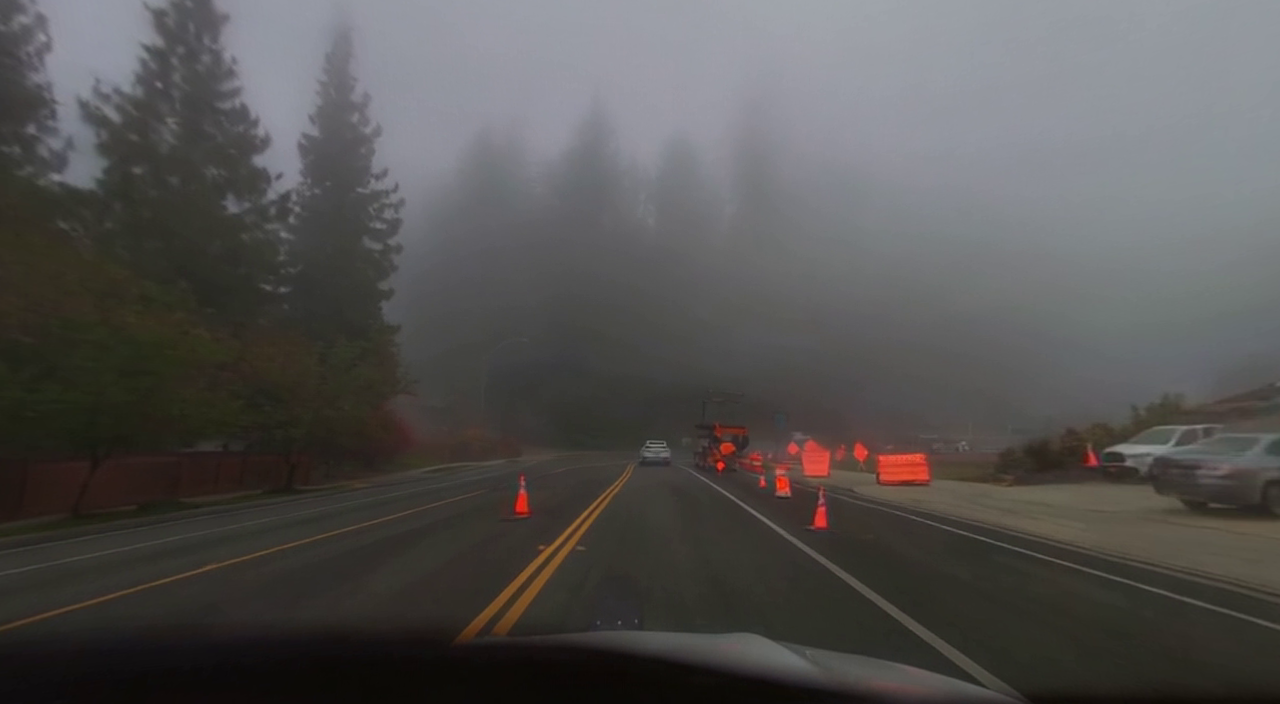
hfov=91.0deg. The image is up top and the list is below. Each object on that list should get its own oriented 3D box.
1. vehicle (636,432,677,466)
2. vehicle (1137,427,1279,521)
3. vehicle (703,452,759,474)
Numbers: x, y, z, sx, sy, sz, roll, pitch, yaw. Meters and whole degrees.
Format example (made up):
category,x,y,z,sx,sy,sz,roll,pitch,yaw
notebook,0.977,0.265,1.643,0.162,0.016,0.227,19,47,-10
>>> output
category,x,y,z,sx,sy,sz,roll,pitch,yaw
vehicle,0.870,5.374,34.940,2.151,1.708,4.084,0,-9,0
vehicle,11.653,2.073,10.846,4.463,1.466,1.813,0,-9,5
vehicle,4.063,5.009,28.483,2.123,0.883,3.024,0,-8,1
